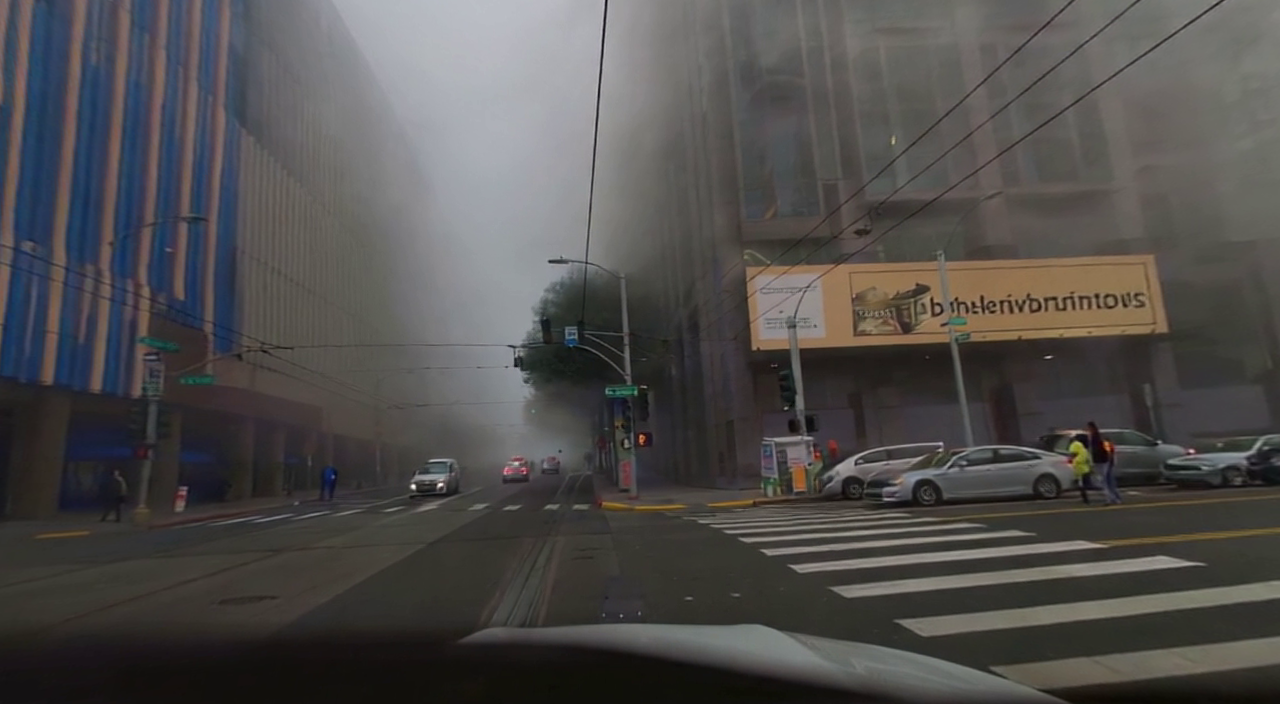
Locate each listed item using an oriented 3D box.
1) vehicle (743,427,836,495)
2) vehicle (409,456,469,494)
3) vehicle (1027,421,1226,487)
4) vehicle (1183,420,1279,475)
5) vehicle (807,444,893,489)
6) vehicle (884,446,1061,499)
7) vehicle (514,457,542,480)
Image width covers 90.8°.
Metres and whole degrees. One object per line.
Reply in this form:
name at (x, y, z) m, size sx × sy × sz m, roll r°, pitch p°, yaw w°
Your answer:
vehicle at (5.827, 4.268, 25.306) m, size 2.316 × 2.425 × 4.466 m, roll 1°, pitch -7°, yaw -5°
vehicle at (-10.680, 6.547, 33.973) m, size 2.121 × 1.792 × 4.510 m, roll 1°, pitch -9°, yaw -5°
vehicle at (15.534, 3.269, 20.343) m, size 4.944 × 1.946 × 1.952 m, roll 1°, pitch -8°, yaw -6°
vehicle at (21.177, 3.195, 21.130) m, size 4.431 × 1.713 × 1.906 m, roll 1°, pitch -9°, yaw -6°
vehicle at (8.421, 4.630, 25.734) m, size 1.856 × 1.627 × 4.098 m, roll 2°, pitch -10°, yaw -4°
vehicle at (10.199, 3.669, 19.527) m, size 4.697 × 1.510 × 1.596 m, roll 1°, pitch -8°, yaw -8°
vehicle at (-8.276, 8.608, 46.945) m, size 1.797 × 1.490 × 4.549 m, roll 1°, pitch -9°, yaw -7°
